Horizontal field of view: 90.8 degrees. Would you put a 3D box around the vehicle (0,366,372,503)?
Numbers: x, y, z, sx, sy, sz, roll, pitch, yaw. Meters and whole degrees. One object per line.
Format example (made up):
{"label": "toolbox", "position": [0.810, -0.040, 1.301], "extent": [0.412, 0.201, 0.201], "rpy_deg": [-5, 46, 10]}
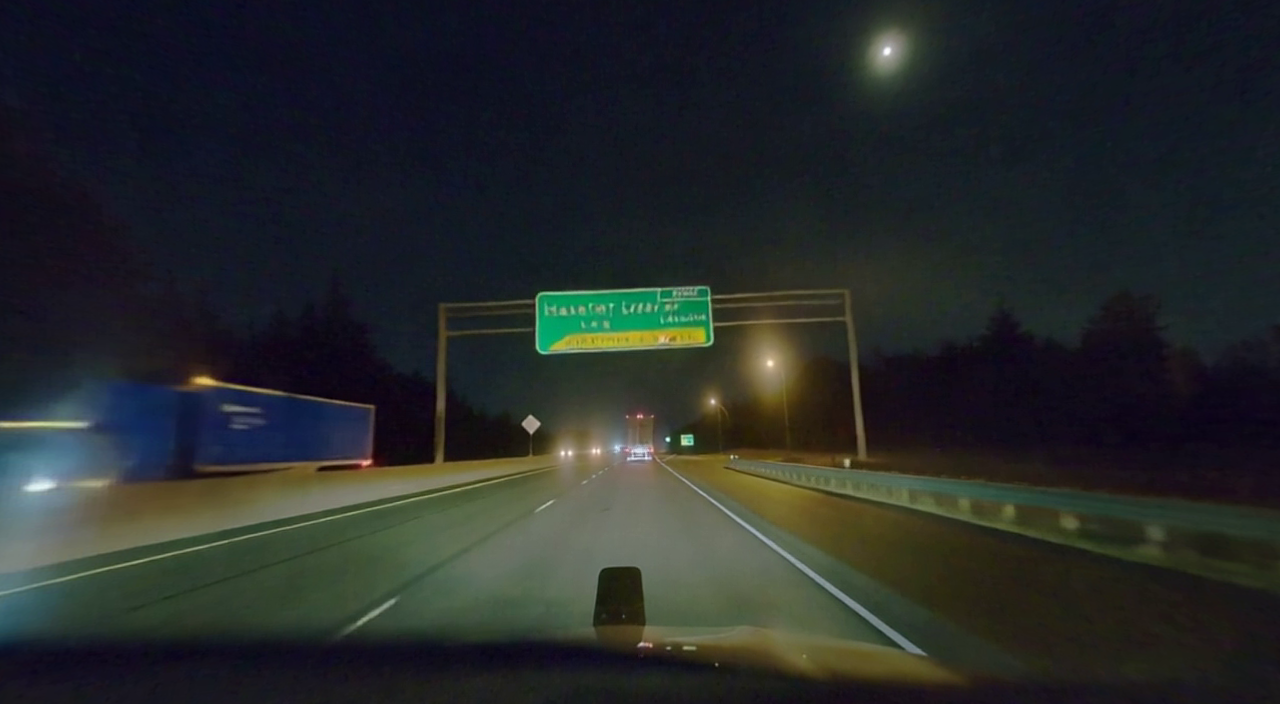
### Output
{"label": "vehicle", "position": [-17.832, 3.858, 28.036], "extent": [2.983, 3.870, 20.198], "rpy_deg": [0, -9, 0]}
